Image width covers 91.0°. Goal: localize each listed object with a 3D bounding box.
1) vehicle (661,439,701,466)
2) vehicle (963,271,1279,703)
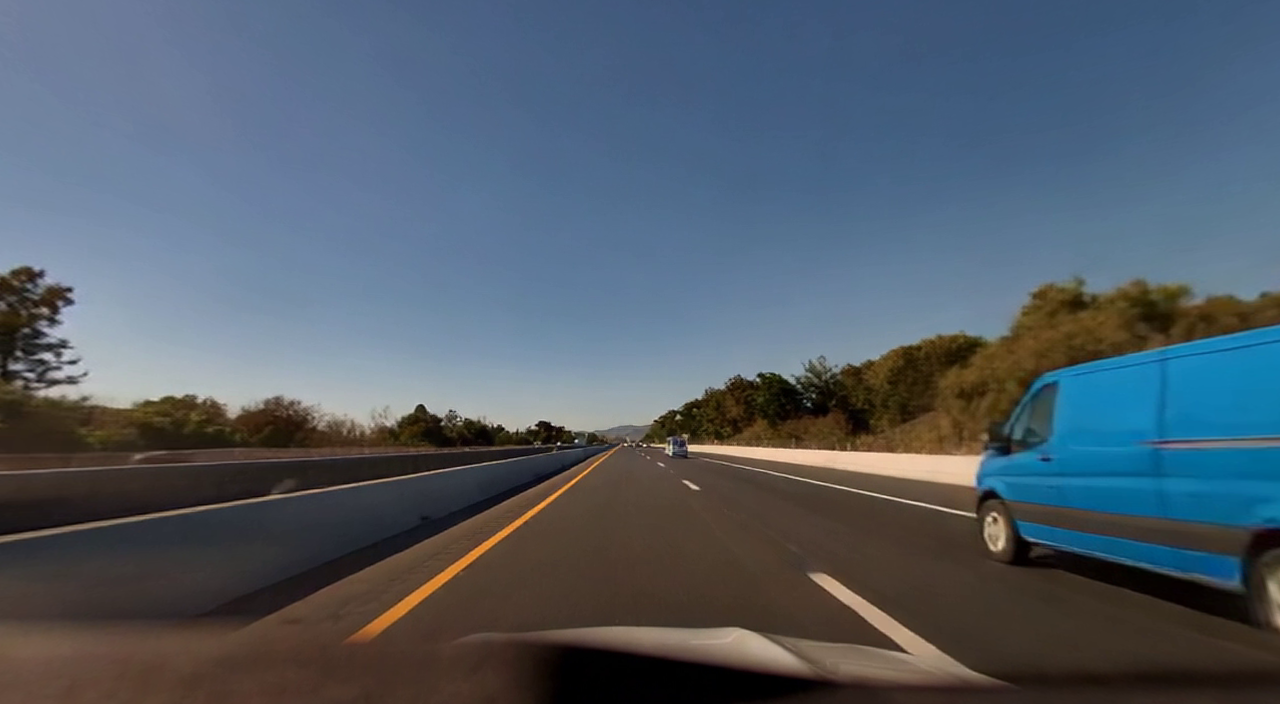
[{"bbox_3d":[2.299,5.824,36.573,2.005,1.466,3.739,0,-8,-1],"label":"vehicle"},{"bbox_3d":[4.168,0.697,3.393,2.269,2.048,4.679,0,-8,-1],"label":"vehicle"}]
